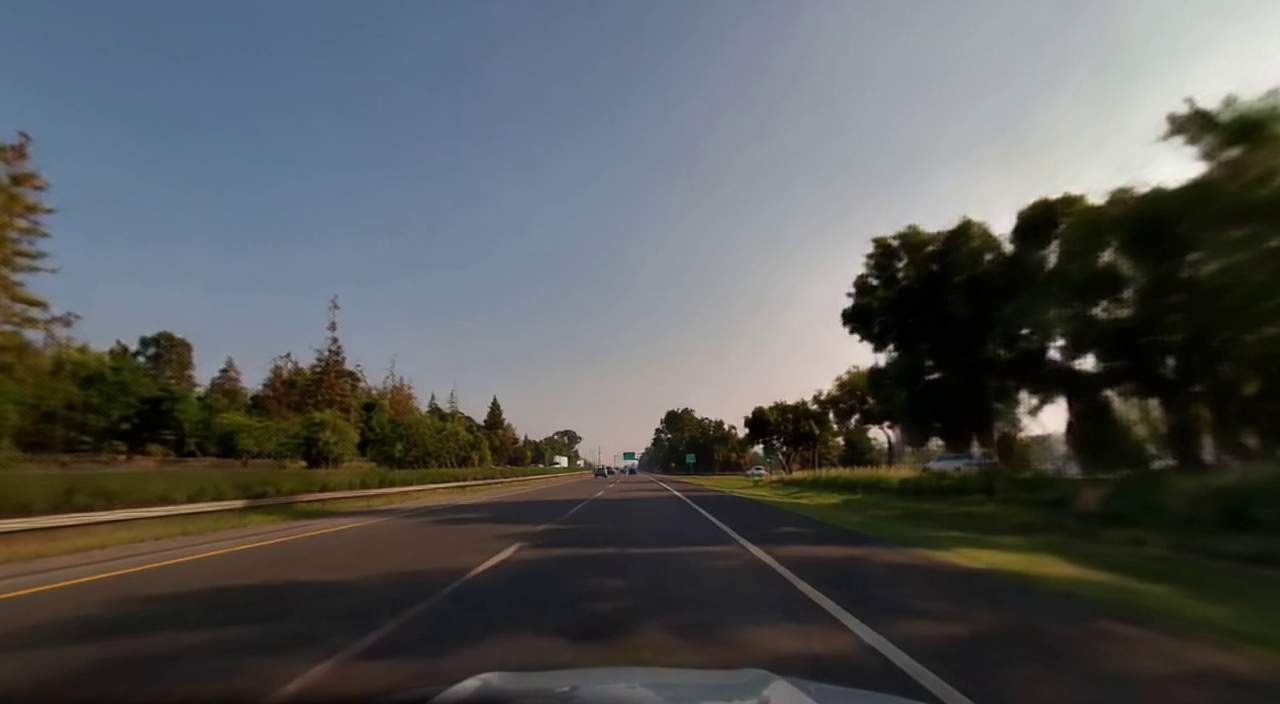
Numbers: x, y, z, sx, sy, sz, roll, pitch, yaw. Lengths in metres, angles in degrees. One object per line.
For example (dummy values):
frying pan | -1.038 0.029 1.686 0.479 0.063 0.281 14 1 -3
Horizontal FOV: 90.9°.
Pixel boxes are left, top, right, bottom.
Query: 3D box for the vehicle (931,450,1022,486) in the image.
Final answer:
vehicle | 16.157 5.624 30.521 1.973 1.540 3.978 2 -11 -4
